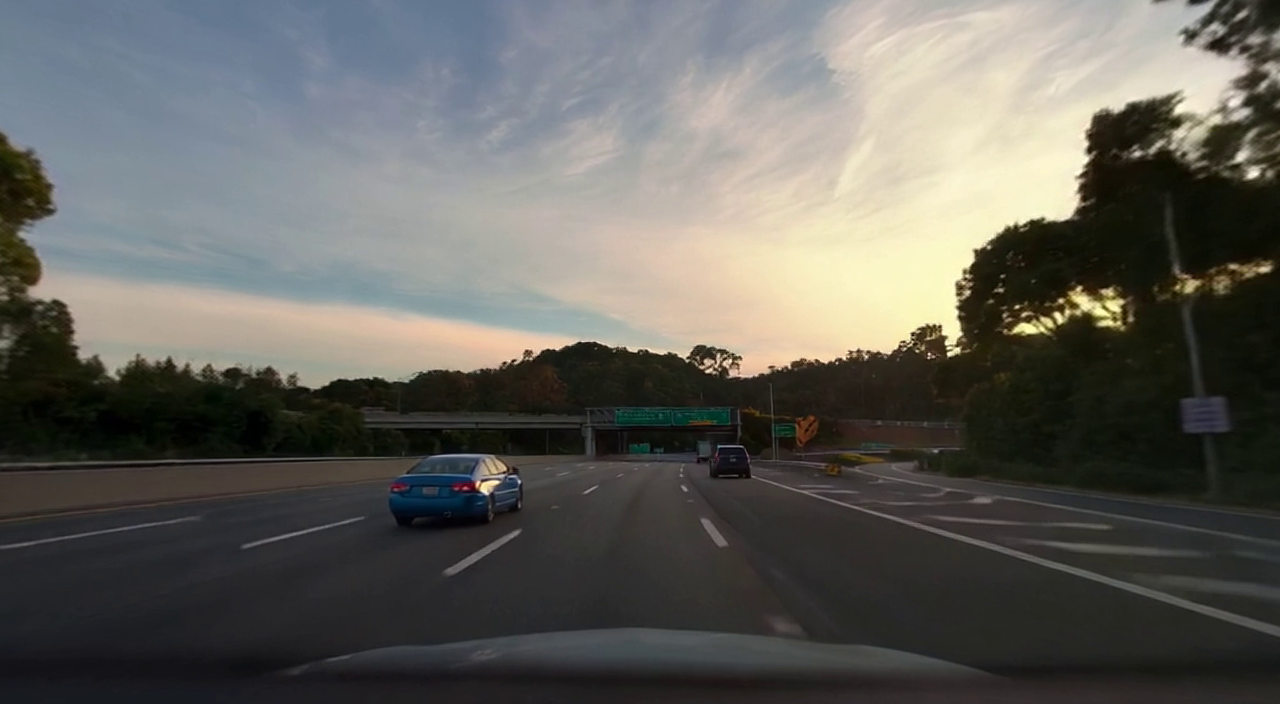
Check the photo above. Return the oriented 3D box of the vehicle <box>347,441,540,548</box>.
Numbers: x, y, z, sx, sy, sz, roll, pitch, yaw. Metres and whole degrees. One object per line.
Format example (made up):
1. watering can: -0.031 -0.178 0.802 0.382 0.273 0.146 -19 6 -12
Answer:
1. vehicle: -3.129 2.367 11.153 1.937 1.490 4.372 0 -9 1

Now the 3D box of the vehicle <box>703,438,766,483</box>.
1. vehicle: 4.172 4.881 28.548 2.225 1.833 4.340 0 -9 1
